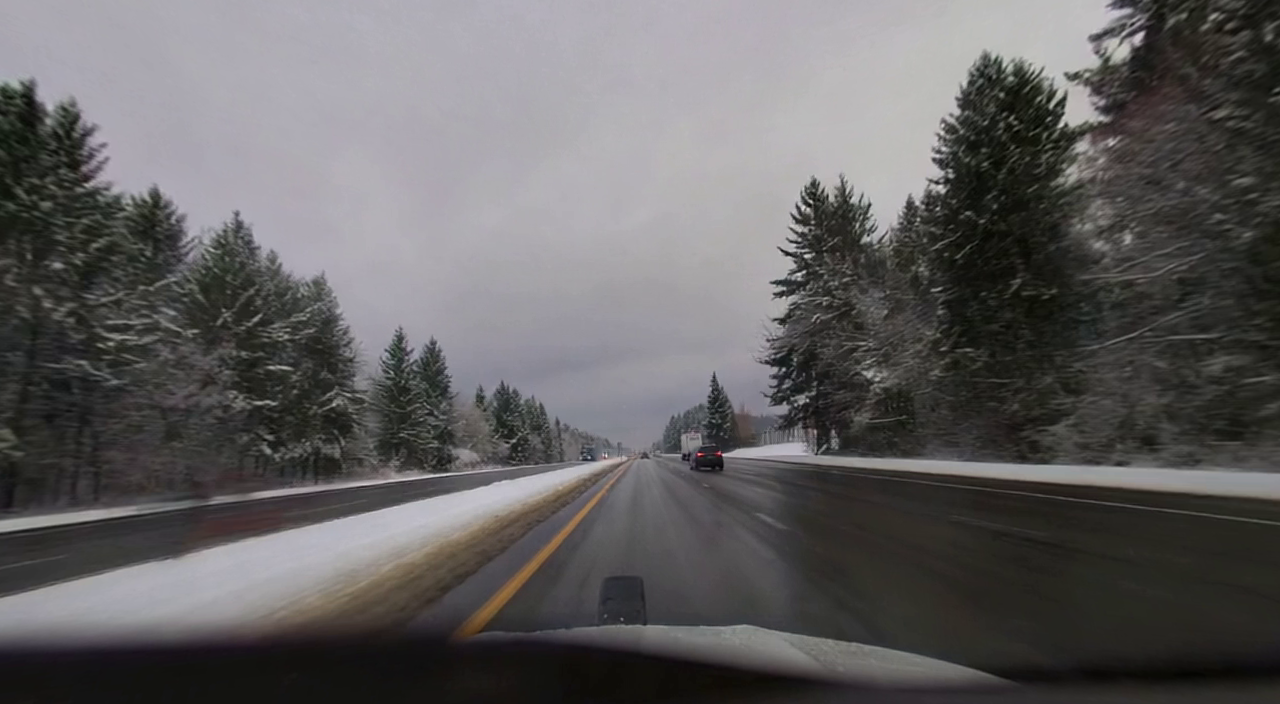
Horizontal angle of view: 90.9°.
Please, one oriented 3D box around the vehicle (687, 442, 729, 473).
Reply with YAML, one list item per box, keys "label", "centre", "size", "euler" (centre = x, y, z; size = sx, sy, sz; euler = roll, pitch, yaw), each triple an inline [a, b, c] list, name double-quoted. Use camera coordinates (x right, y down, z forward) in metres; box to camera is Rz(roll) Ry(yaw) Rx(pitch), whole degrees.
- label: "vehicle"
  centre: [4.113, 6.510, 38.957]
  size: [2.093, 1.742, 4.167]
  euler: [0, -9, -1]
